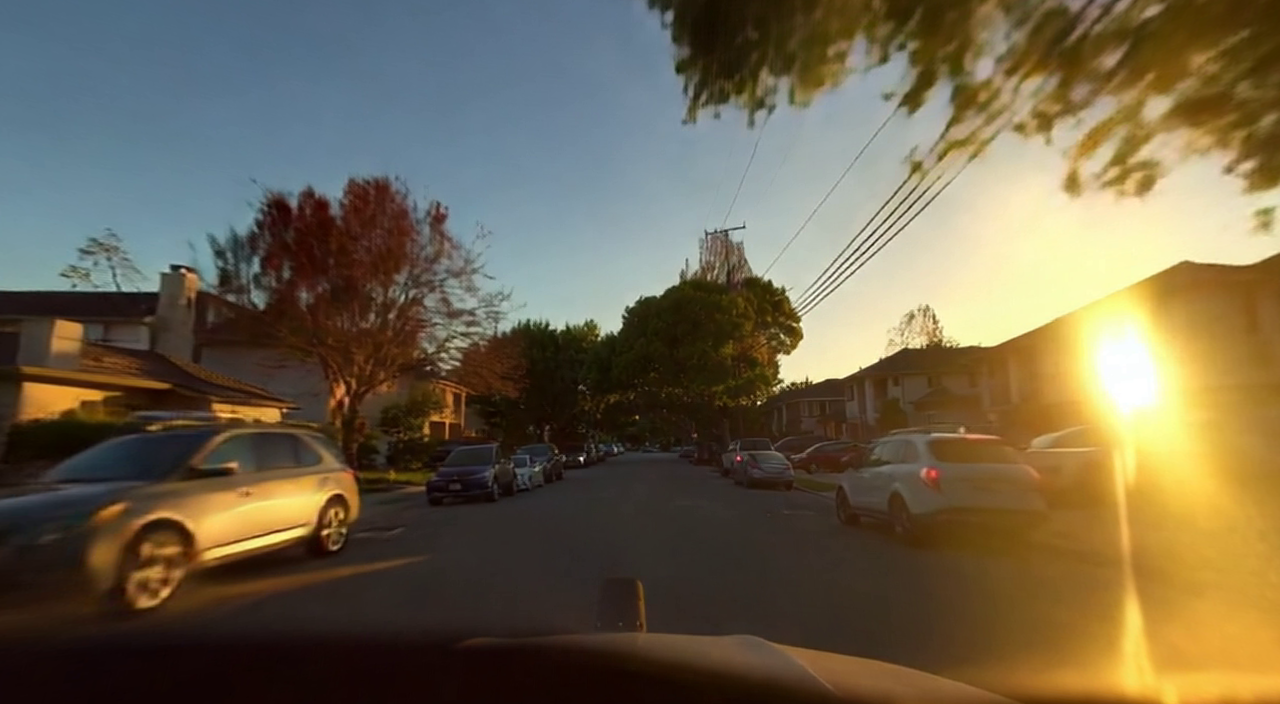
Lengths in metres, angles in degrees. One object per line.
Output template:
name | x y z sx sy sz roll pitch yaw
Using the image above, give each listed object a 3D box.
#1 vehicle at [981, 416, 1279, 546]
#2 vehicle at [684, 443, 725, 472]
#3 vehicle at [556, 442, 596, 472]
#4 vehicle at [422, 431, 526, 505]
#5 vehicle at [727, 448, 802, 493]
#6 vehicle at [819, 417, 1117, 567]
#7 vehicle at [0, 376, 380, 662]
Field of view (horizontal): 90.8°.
vehicle | 8.996 2.277 11.786 2.285 1.833 4.853 -1 -9 -3
vehicle | 4.705 7.799 47.042 2.415 1.963 5.688 0 -8 -1
vehicle | -4.046 6.714 40.372 2.035 1.822 4.348 -1 -10 1
vehicle | -4.619 3.334 18.272 2.007 1.861 4.101 0 -10 -2
vehicle | 4.729 4.561 24.799 1.850 1.516 5.066 0 -8 -1
vehicle | 5.031 2.224 11.022 2.201 1.896 5.632 0 -8 1
vehicle | -5.143 1.605 7.055 2.319 1.902 5.526 -2 -9 -2
